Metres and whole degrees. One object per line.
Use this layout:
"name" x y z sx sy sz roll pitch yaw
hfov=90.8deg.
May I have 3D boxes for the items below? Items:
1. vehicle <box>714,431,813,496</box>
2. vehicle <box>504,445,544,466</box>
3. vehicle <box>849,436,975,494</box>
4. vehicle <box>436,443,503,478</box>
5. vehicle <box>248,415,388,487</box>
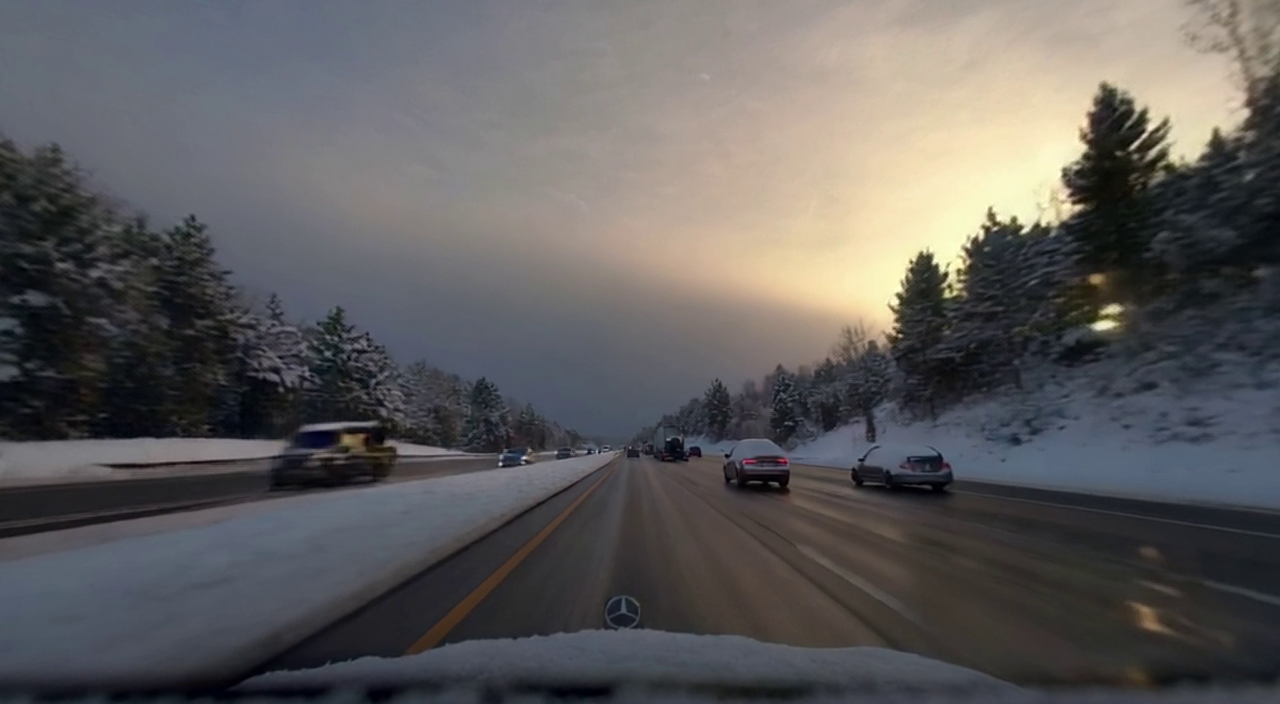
"vehicle" 3.651 3.417 19.625 2.070 1.751 4.576 0 -9 -1
"vehicle" -8.480 7.621 46.564 2.015 1.467 4.629 0 -9 0
"vehicle" 8.610 3.616 20.511 2.018 1.636 4.510 0 -9 -1
"vehicle" -7.802 5.004 29.289 1.928 1.484 4.428 0 -9 0
"vehicle" -12.013 3.773 24.174 2.298 2.378 5.828 0 -9 -1
